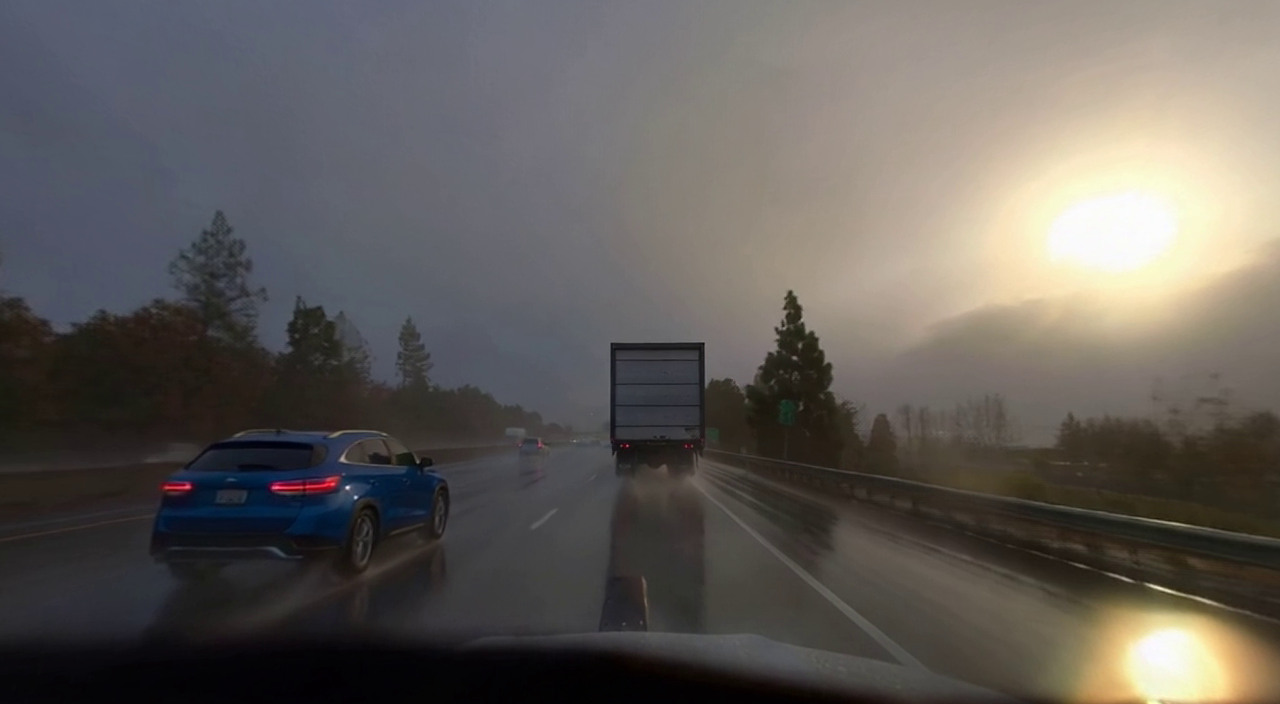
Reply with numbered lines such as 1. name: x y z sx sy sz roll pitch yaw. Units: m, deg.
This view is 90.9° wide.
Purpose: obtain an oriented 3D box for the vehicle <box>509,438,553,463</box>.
1. vehicle: -6.750 6.188 39.585 1.882 1.451 4.416 0 -8 1

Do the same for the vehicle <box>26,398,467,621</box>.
1. vehicle: -3.566 1.507 6.959 2.077 1.671 4.249 0 -8 0

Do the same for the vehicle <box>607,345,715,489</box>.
1. vehicle: 0.573 2.500 22.243 2.870 3.841 10.653 0 -8 0
